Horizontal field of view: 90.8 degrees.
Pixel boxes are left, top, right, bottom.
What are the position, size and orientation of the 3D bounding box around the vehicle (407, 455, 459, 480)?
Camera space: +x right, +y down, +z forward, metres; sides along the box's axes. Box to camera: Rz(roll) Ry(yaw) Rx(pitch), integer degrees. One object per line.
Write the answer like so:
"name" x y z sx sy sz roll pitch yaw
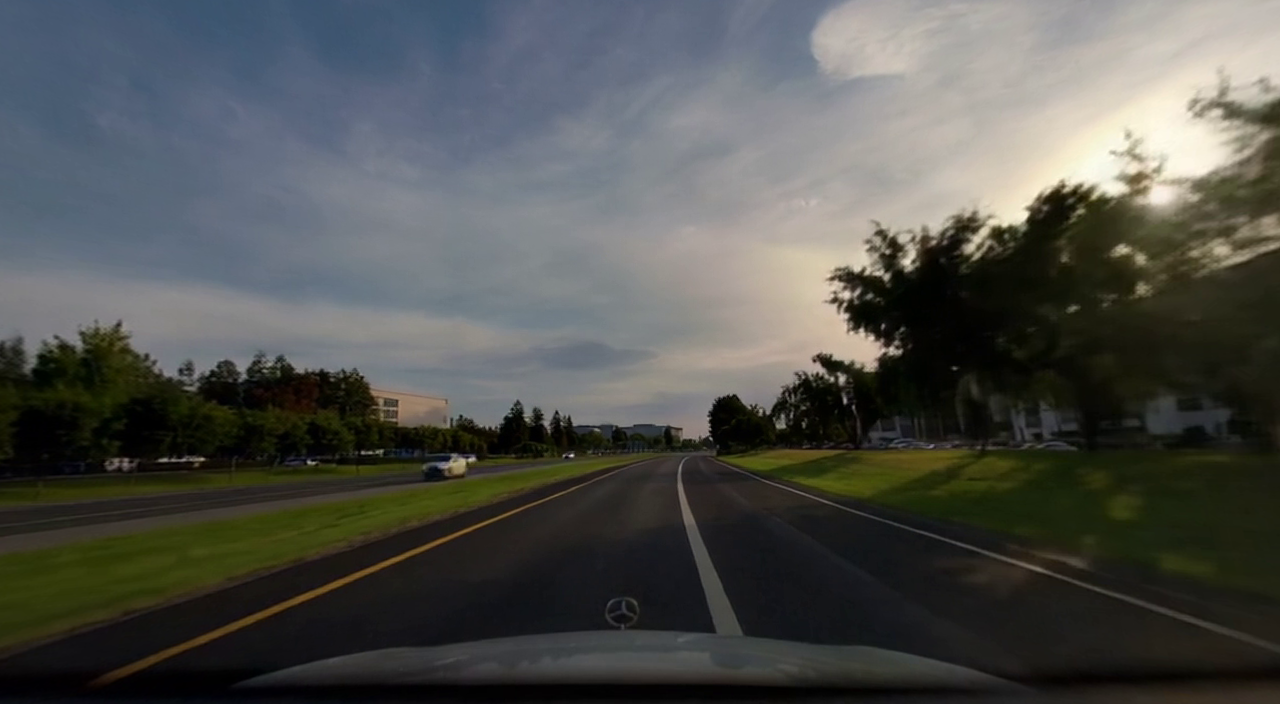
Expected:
"vehicle" -12.791 7.160 39.207 1.748 1.438 3.656 -1 -9 4
